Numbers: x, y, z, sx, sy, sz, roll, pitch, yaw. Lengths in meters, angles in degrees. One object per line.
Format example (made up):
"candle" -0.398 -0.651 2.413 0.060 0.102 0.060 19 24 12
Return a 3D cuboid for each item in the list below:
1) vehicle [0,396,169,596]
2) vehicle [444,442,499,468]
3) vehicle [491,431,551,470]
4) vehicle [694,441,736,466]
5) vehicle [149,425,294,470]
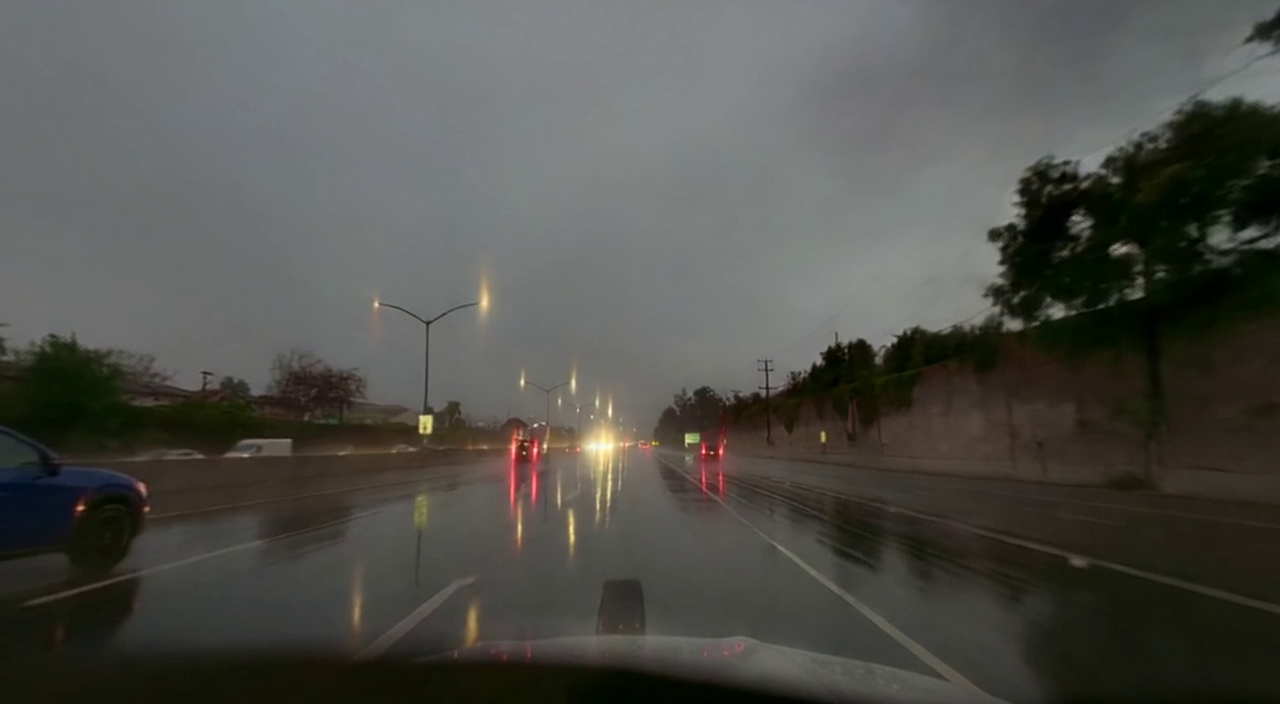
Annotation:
"vehicle" -6.543 1.166 4.974 2.058 1.698 4.567 0 -9 0
"vehicle" -10.099 6.214 38.123 2.042 1.485 4.395 0 -9 1
"vehicle" -6.340 5.365 34.242 2.255 1.934 4.868 0 -9 1
"vehicle" 4.922 6.764 41.956 2.251 1.520 4.550 1 -9 0
"vehicle" -29.509 6.886 45.325 3.062 2.818 10.542 0 -9 1
